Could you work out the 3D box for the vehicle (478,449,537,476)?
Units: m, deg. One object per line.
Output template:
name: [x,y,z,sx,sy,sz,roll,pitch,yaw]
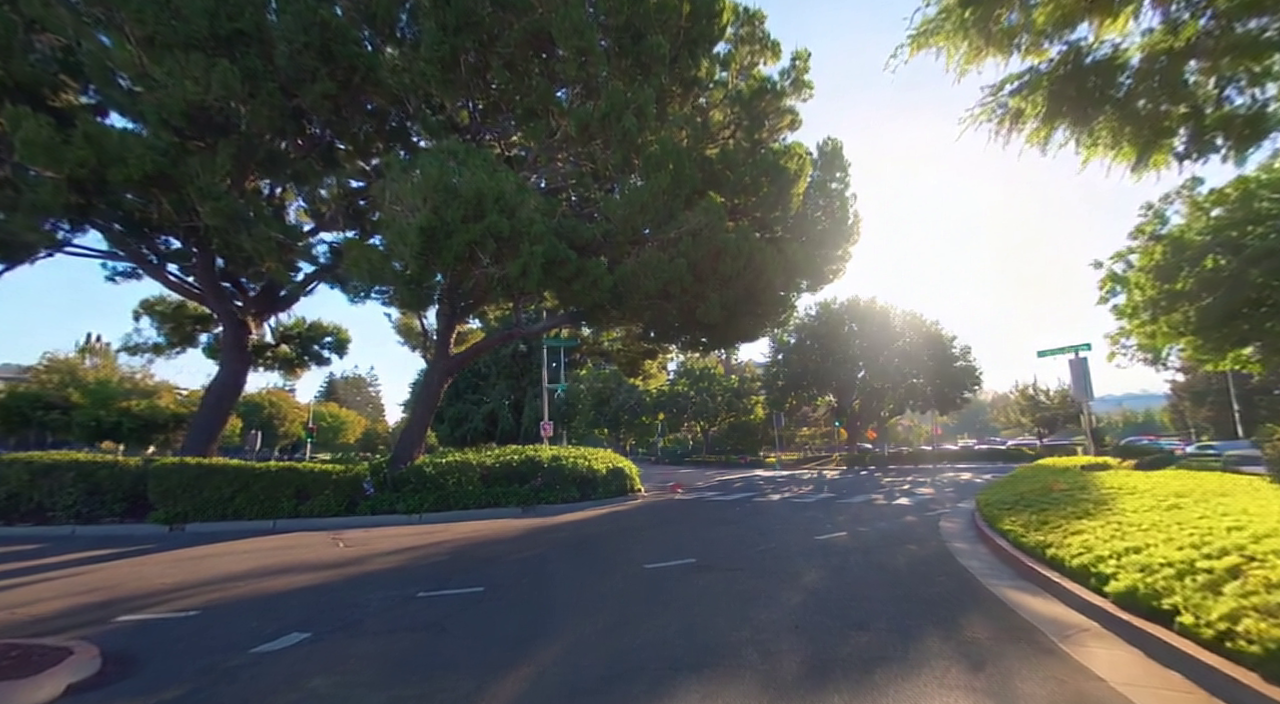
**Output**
vehicle: [-9.104,7.499,43.073,2.019,1.672,4.490,6,-11,-40]
